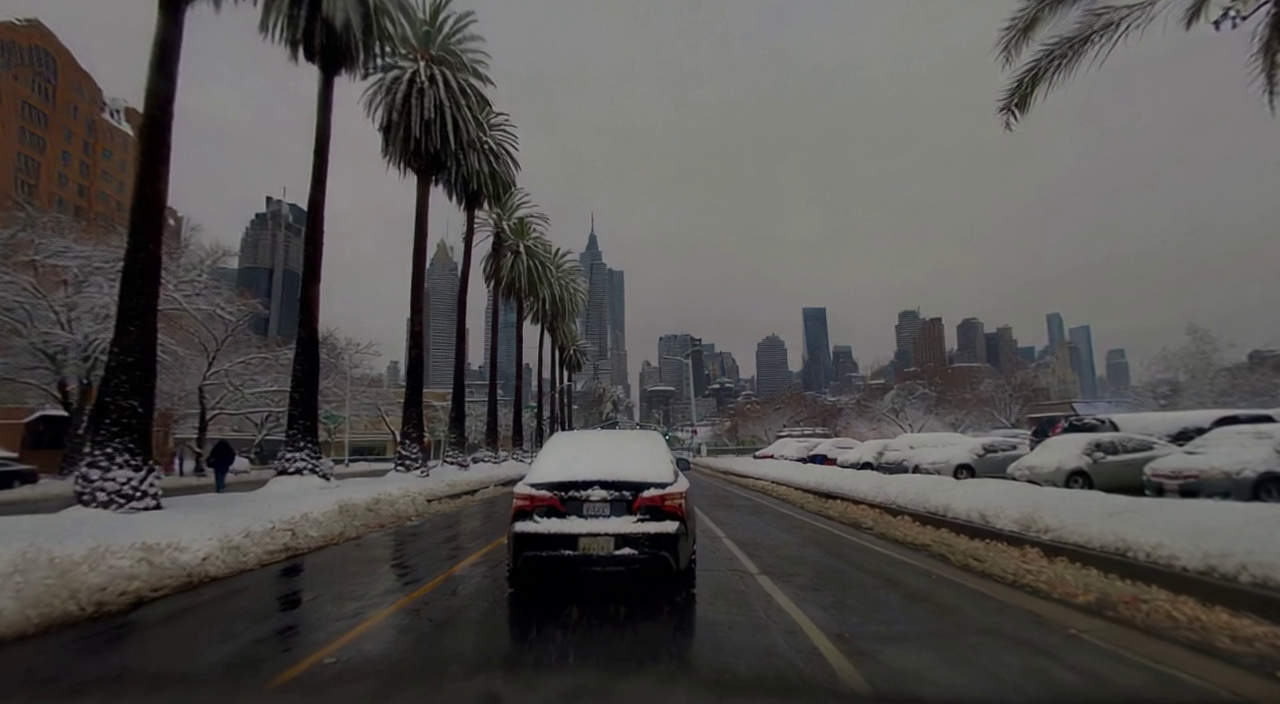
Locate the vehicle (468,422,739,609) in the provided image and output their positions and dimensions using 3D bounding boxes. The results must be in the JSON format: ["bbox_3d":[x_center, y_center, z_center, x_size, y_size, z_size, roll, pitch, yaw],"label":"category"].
[{"bbox_3d":[-0.286,1.642,7.204,2.235,1.528,3.876,0,-9,0],"label":"vehicle"}]

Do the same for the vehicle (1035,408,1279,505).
[{"bbox_3d":[12.903,2.423,14.924,5.301,1.962,2.431,-3,-8,4],"label":"vehicle"}]
